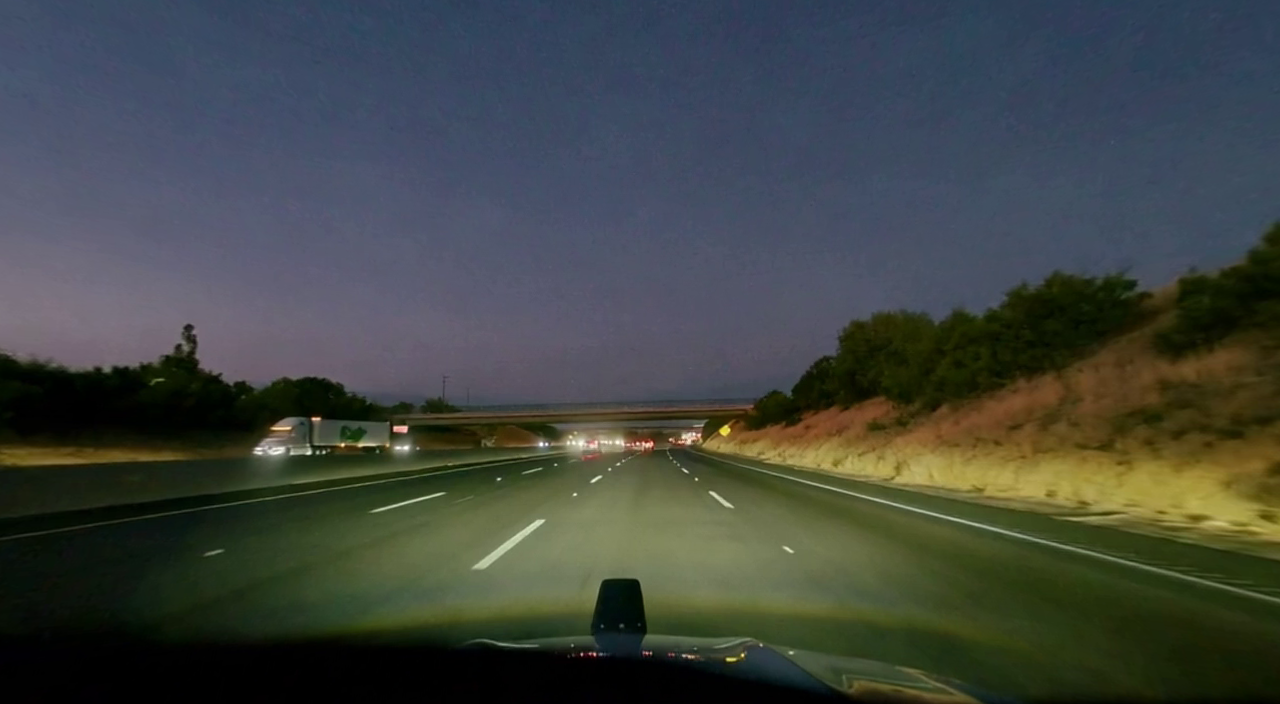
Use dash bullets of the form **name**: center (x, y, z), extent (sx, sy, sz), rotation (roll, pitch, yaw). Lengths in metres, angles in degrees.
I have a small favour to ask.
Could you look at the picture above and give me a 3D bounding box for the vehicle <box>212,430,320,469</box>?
- **vehicle**: center (-24.153, 6.352, 41.226), extent (2.639, 2.330, 7.053), rotation (0, -9, 1)
